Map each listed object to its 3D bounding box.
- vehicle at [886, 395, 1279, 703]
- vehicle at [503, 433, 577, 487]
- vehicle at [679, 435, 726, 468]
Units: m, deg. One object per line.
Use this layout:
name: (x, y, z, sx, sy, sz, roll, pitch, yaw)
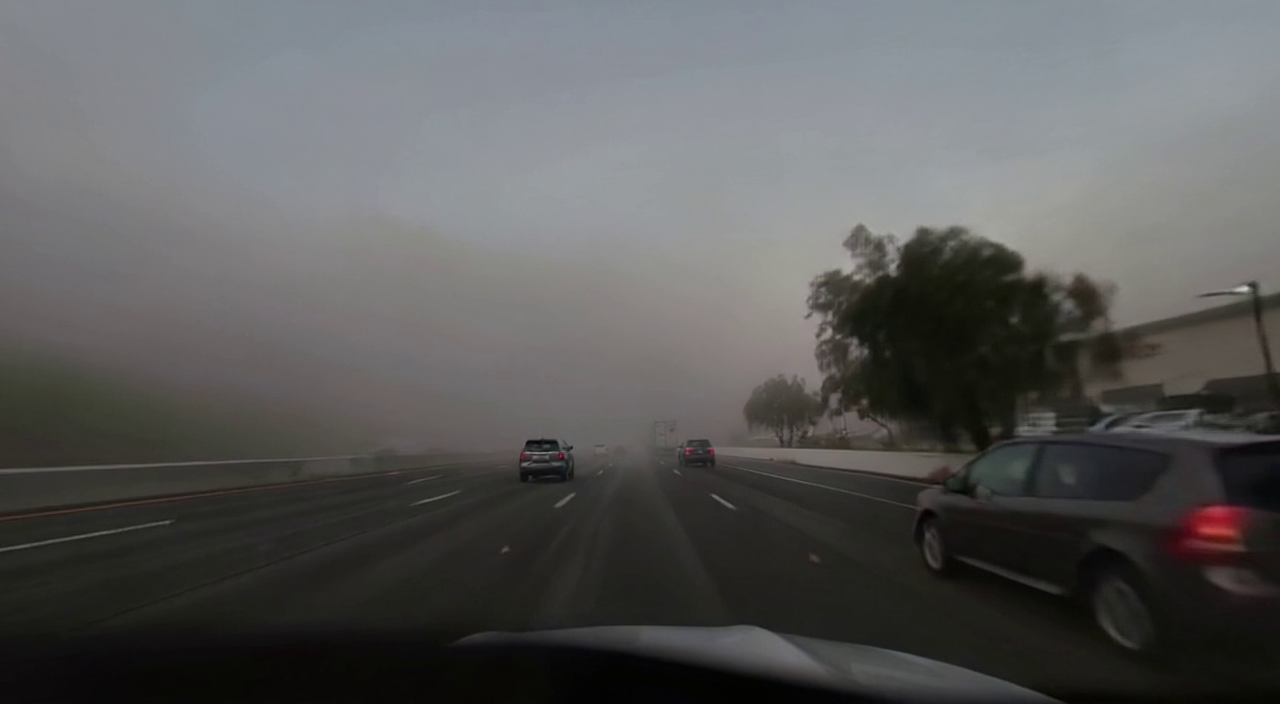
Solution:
vehicle: (3.767, 1.229, 4.675, 1.957, 1.510, 4.643, 0, -8, -1)
vehicle: (-3.541, 3.915, 23.229, 1.987, 1.765, 4.508, 0, -8, 0)
vehicle: (3.617, 5.904, 37.513, 2.198, 1.807, 4.530, 0, -8, -2)
